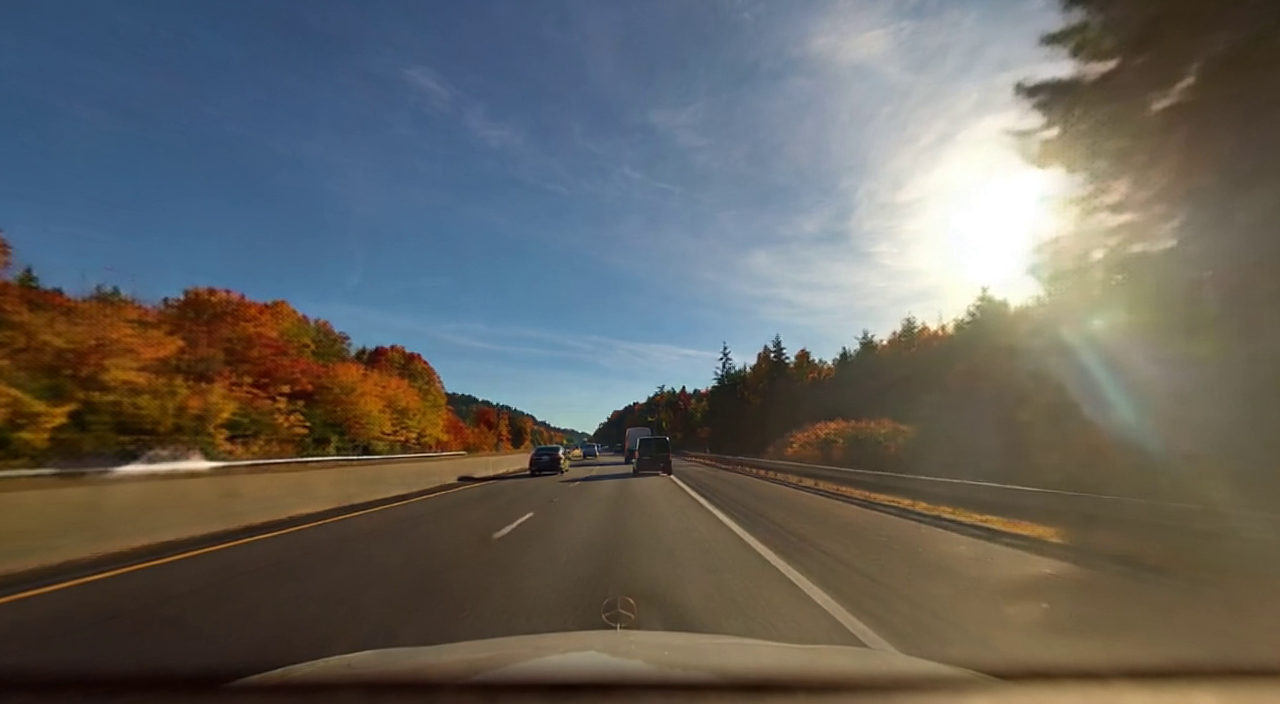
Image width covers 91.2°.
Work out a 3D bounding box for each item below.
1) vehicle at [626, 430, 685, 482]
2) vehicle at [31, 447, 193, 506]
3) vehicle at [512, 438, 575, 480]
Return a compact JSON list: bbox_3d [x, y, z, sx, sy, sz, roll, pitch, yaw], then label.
[{"bbox_3d":[0.518,4.232,25.666,2.179,1.930,4.538,0,-9,-1],"label":"vehicle"},{"bbox_3d":[-16.944,3.974,20.422,1.801,1.691,3.919,0,-9,0],"label":"vehicle"},{"bbox_3d":[-4.152,4.707,27.694,2.088,1.688,4.365,0,-9,0],"label":"vehicle"}]
